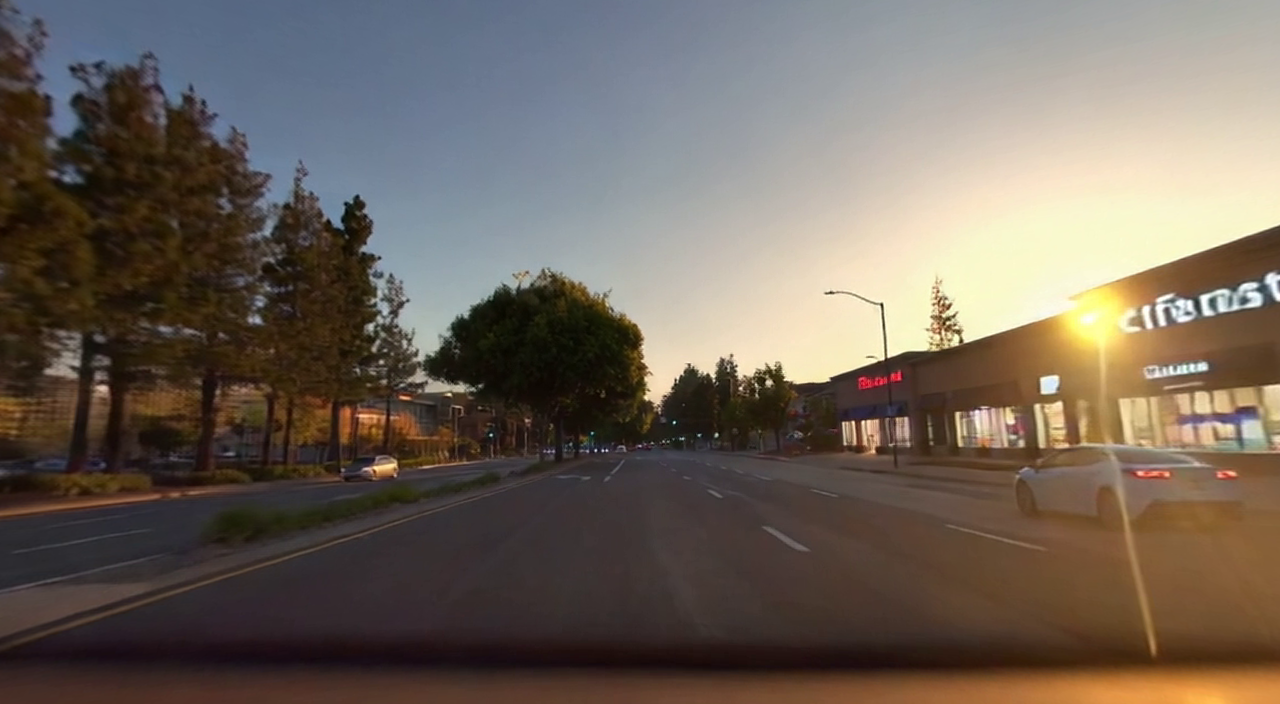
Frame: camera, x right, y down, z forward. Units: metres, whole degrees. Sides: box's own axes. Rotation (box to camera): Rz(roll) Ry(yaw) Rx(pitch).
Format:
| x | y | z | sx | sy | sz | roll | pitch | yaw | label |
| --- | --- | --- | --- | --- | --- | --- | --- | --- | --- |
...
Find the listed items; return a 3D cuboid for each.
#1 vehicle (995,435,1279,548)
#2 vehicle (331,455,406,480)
| x | y | z | sx | sy | sz | roll | pitch | yaw | label |
| --- | --- | --- | --- | --- | --- | --- | --- | --- | --- |
| 8.128 | 2.157 | 10.502 | 1.936 | 1.460 | 4.258 | 0 | -8 | 0 | vehicle |
| -18.271 | 7.729 | 42.462 | 4.523 | 1.494 | 1.857 | -3 | -9 | 21 | vehicle |
